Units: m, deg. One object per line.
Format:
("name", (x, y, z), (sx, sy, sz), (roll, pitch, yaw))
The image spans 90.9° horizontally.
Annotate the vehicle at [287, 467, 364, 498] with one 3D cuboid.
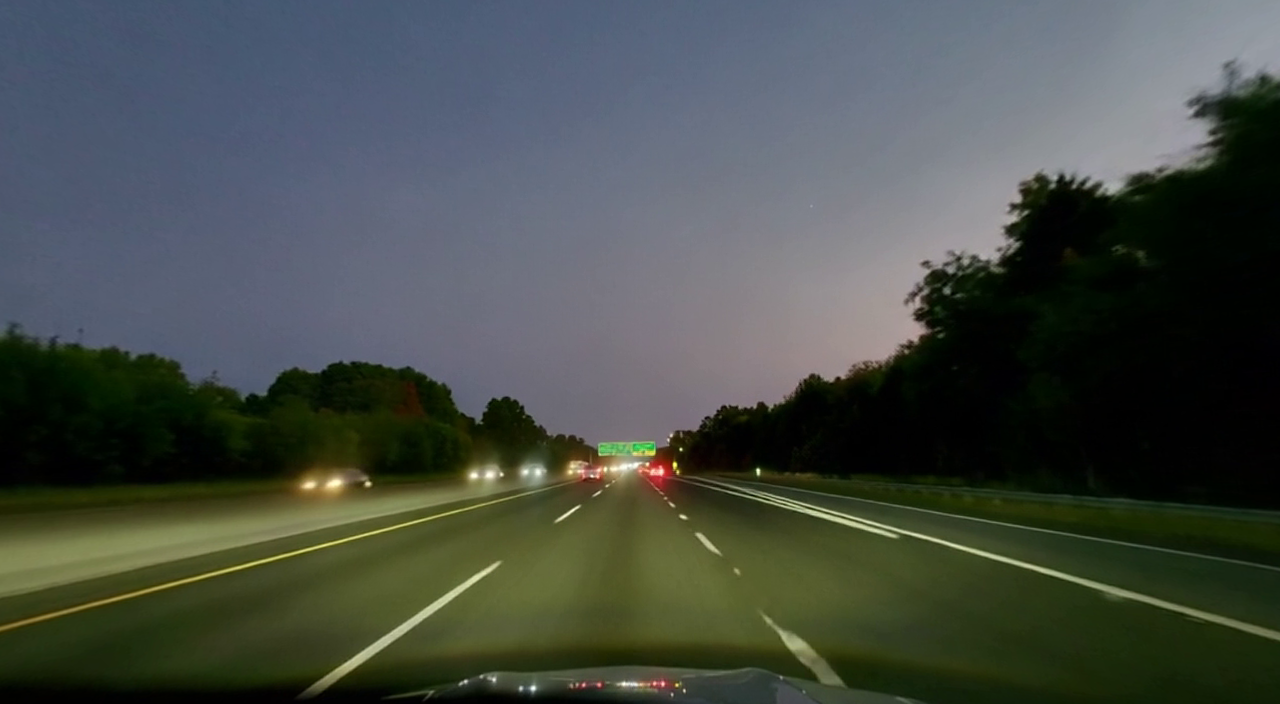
("vehicle", (-16.574, 6.885, 33.447), (1.870, 1.442, 4.119), (1, -11, 0))
